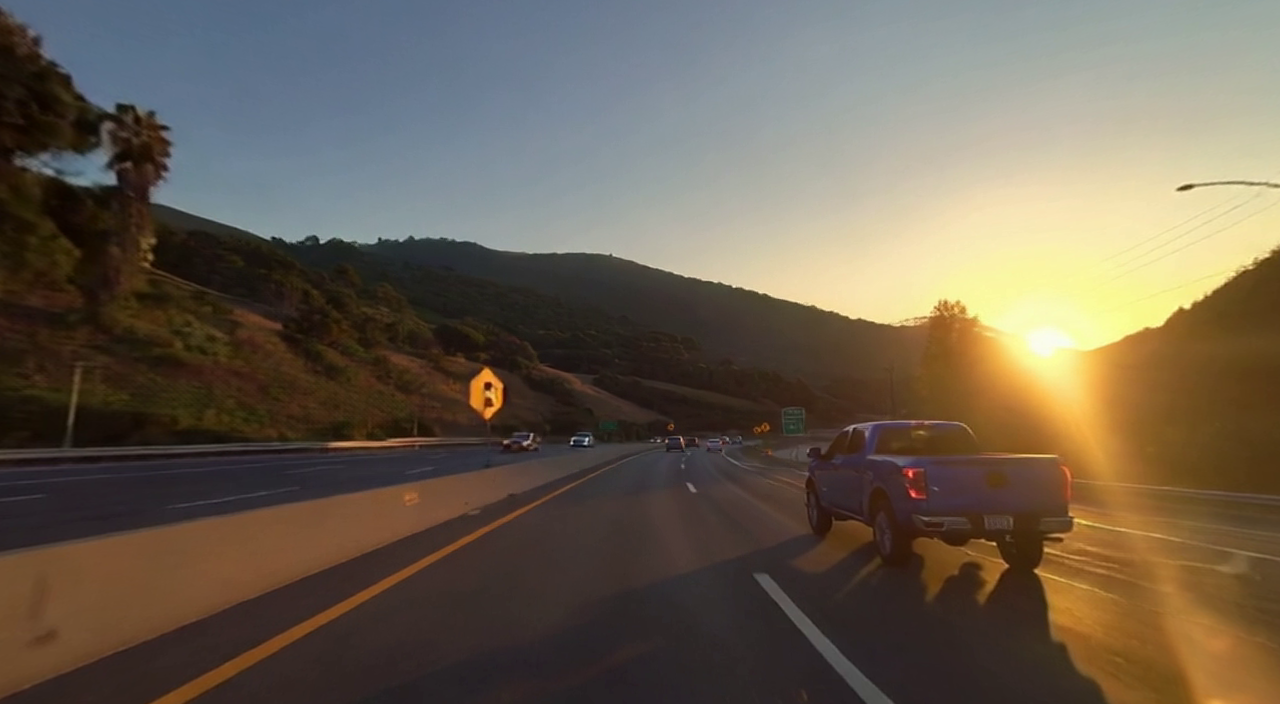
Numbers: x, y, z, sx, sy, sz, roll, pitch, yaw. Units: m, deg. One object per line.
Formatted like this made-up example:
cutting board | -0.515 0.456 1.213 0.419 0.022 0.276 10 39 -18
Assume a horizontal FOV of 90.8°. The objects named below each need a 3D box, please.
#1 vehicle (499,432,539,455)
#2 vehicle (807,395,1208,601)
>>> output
vehicle | -9.314 7.062 48.791 1.970 1.629 4.136 -1 -8 5
vehicle | 3.784 1.591 7.850 2.151 1.744 4.709 0 -8 0
